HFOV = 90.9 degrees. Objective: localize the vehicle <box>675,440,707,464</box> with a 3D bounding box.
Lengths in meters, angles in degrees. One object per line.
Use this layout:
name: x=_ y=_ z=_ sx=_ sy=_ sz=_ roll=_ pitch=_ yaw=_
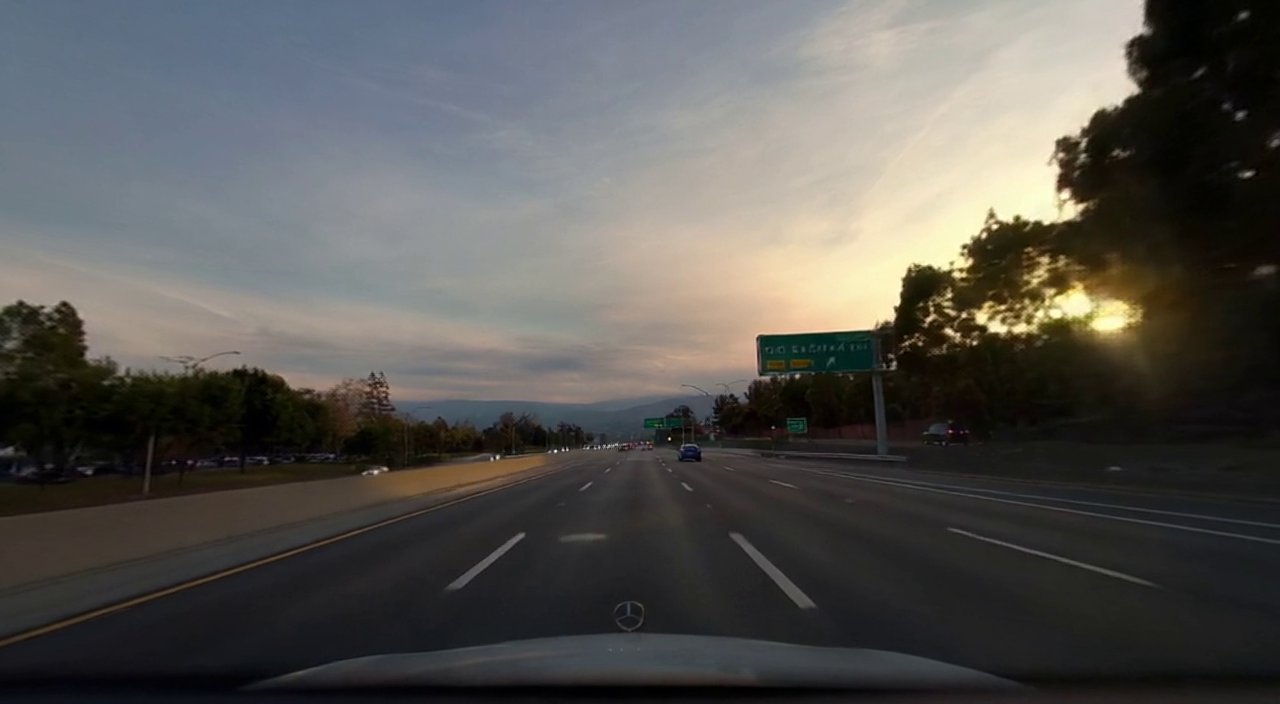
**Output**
vehicle: x=3.867 y=7.658 z=48.548 sx=2.099 sy=1.748 sz=4.331 roll=0 pitch=-8 yaw=-1
